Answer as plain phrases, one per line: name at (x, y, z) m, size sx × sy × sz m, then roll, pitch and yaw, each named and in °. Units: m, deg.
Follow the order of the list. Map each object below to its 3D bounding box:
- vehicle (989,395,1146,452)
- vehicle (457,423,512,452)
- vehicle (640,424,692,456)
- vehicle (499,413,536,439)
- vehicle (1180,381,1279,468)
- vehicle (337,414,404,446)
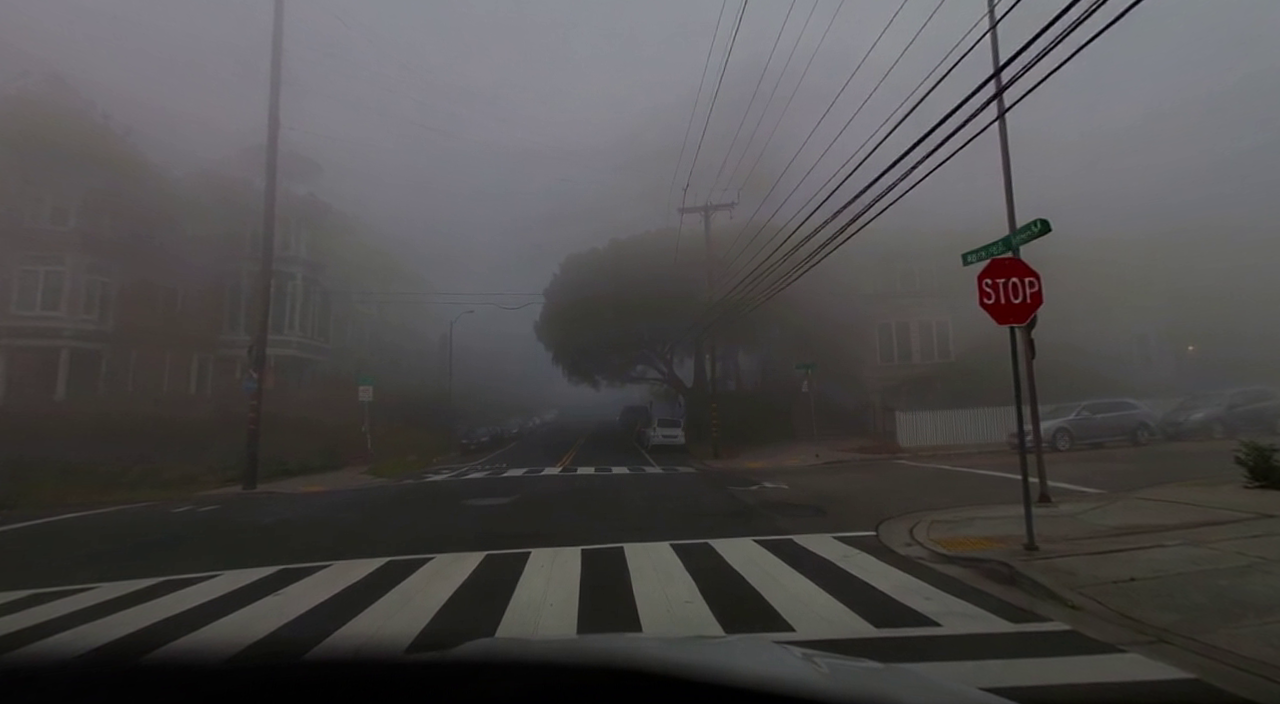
vehicle at (16.812, 2.854, 24.927) m, size 4.985 × 2.088 × 2.141 m, roll 2°, pitch -9°, yaw -13°
vehicle at (-8.838, 4.945, 36.396) m, size 2.065 × 1.553 × 4.636 m, roll 0°, pitch -8°, yaw -1°
vehicle at (1.249, 4.522, 32.339) m, size 2.120 × 1.487 × 4.360 m, roll 1°, pitch -8°, yaw -5°
vehicle at (-9.366, 5.736, 48.630) m, size 2.104 × 1.898 × 4.396 m, roll 0°, pitch -8°, yaw -3°
vehicle at (15.441, 1.709, 14.647) m, size 4.389 × 1.818 × 2.062 m, roll 2°, pitch -9°, yaw -13°
vehicle at (-14.845, 4.397, 35.122) m, size 1.992 × 1.678 × 4.658 m, roll 0°, pitch -8°, yaw -5°
